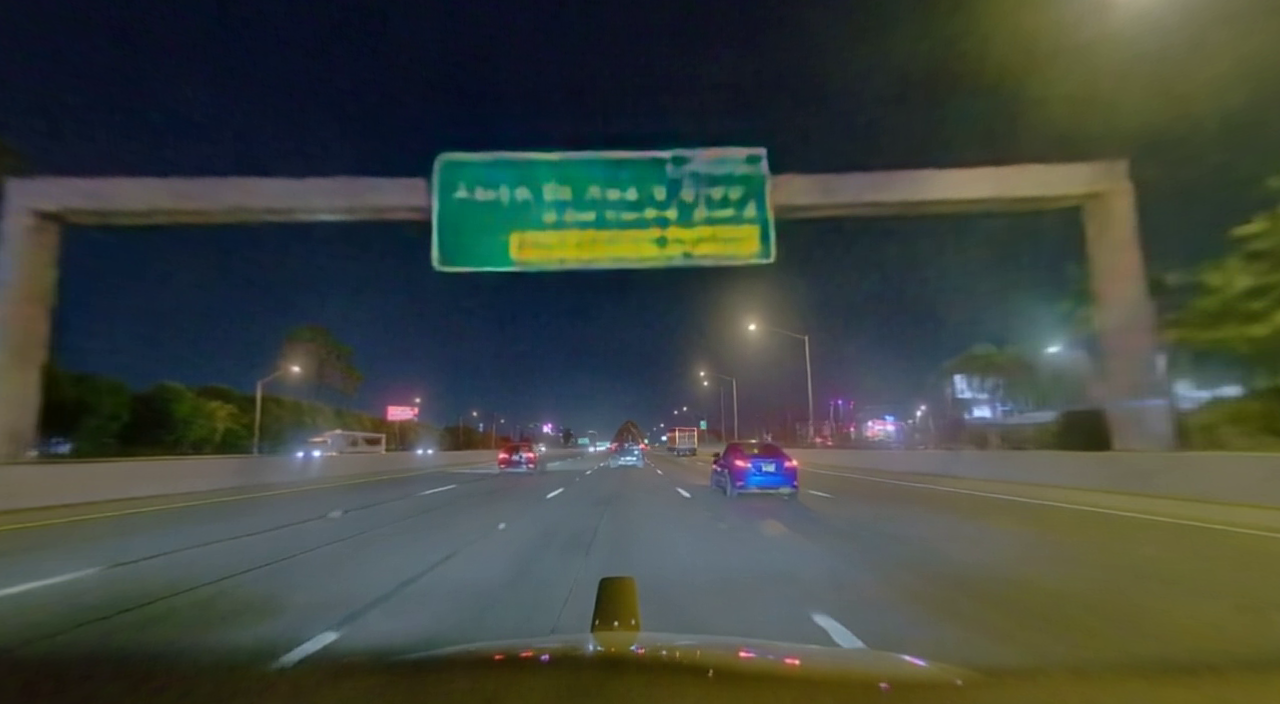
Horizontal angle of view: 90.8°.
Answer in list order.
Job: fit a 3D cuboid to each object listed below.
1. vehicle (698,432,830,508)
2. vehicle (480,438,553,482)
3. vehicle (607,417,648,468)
[{"bbox_3d":[2.872,2.872,15.866,2.175,1.598,4.584,0,-9,-3],"label":"vehicle"},{"bbox_3d":[-4.855,4.304,25.540,2.021,1.598,4.887,0,-8,-1],"label":"vehicle"},{"bbox_3d":[-0.857,5.828,40.576,2.364,2.953,6.495,0,-8,-2],"label":"vehicle"}]
